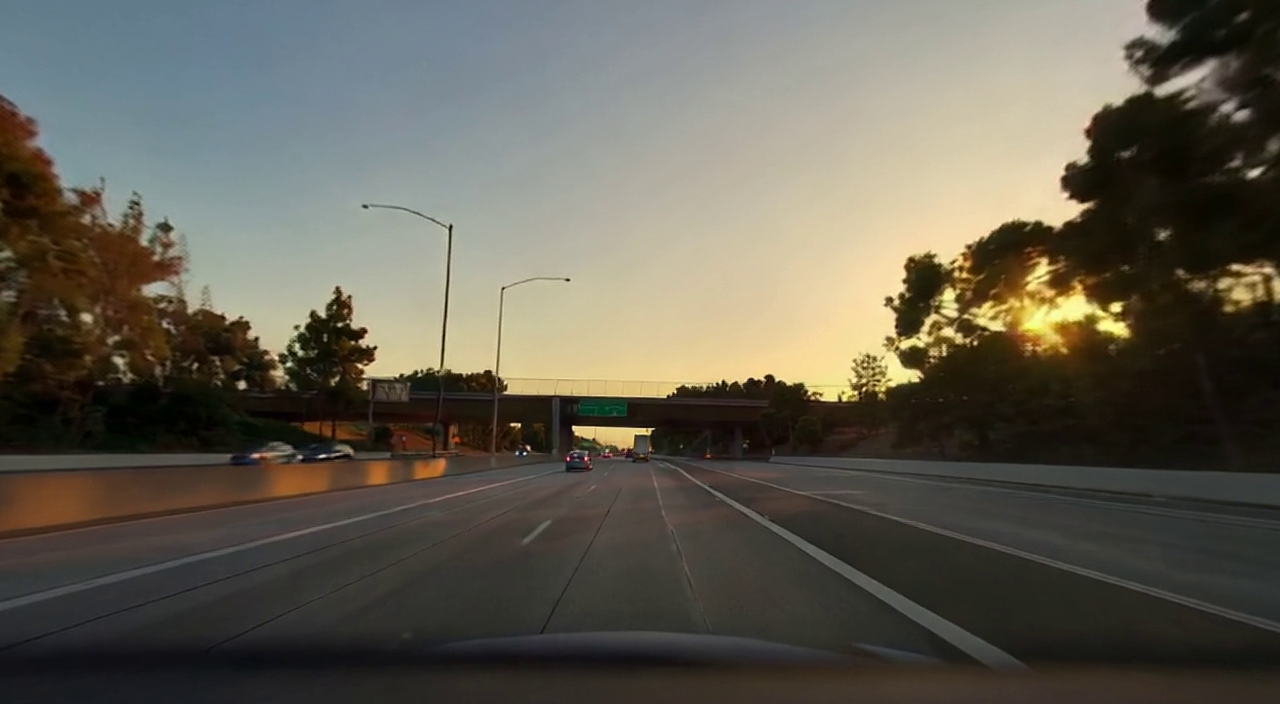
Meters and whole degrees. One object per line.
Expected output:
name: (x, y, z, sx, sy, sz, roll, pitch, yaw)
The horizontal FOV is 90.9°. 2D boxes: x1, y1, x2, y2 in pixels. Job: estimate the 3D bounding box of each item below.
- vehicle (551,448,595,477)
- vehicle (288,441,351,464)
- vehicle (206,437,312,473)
vehicle: (-3.754, 6.279, 36.037, 2.070, 1.564, 4.145, 0, -9, 0)
vehicle: (-24.244, 7.681, 47.929, 1.992, 1.635, 5.180, 0, -9, 1)
vehicle: (-24.296, 6.617, 40.659, 2.415, 2.092, 6.732, 0, -9, 2)
